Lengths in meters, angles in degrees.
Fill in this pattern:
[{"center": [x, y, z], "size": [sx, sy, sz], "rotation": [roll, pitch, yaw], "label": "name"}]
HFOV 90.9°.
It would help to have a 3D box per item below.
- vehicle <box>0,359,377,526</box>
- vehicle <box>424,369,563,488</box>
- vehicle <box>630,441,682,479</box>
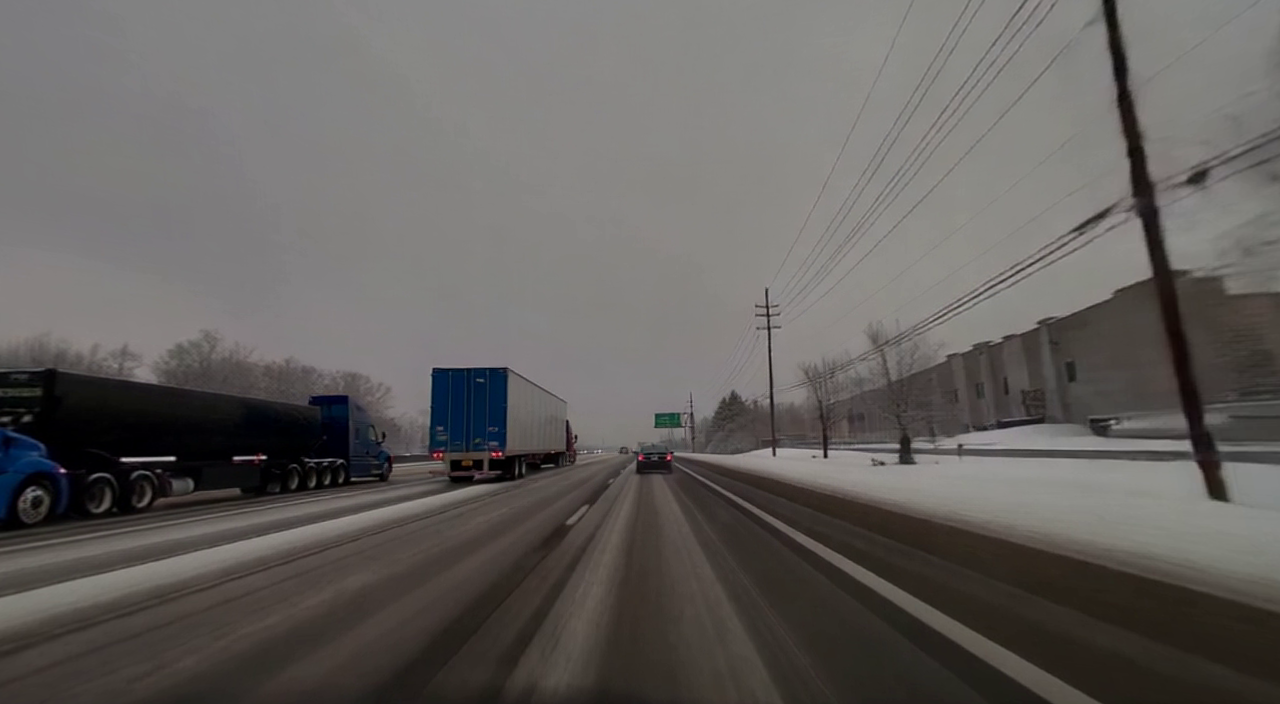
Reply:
[{"center": [-10.491, 2.385, 16.673], "size": [2.896, 3.140, 9.491], "rotation": [0, -8, 1], "label": "vehicle"}, {"center": [-5.963, 3.755, 29.437], "size": [2.907, 4.081, 15.311], "rotation": [0, -8, 0], "label": "vehicle"}, {"center": [0.624, 4.597, 27.143], "size": [2.055, 1.514, 4.323], "rotation": [0, -8, 0], "label": "vehicle"}]
